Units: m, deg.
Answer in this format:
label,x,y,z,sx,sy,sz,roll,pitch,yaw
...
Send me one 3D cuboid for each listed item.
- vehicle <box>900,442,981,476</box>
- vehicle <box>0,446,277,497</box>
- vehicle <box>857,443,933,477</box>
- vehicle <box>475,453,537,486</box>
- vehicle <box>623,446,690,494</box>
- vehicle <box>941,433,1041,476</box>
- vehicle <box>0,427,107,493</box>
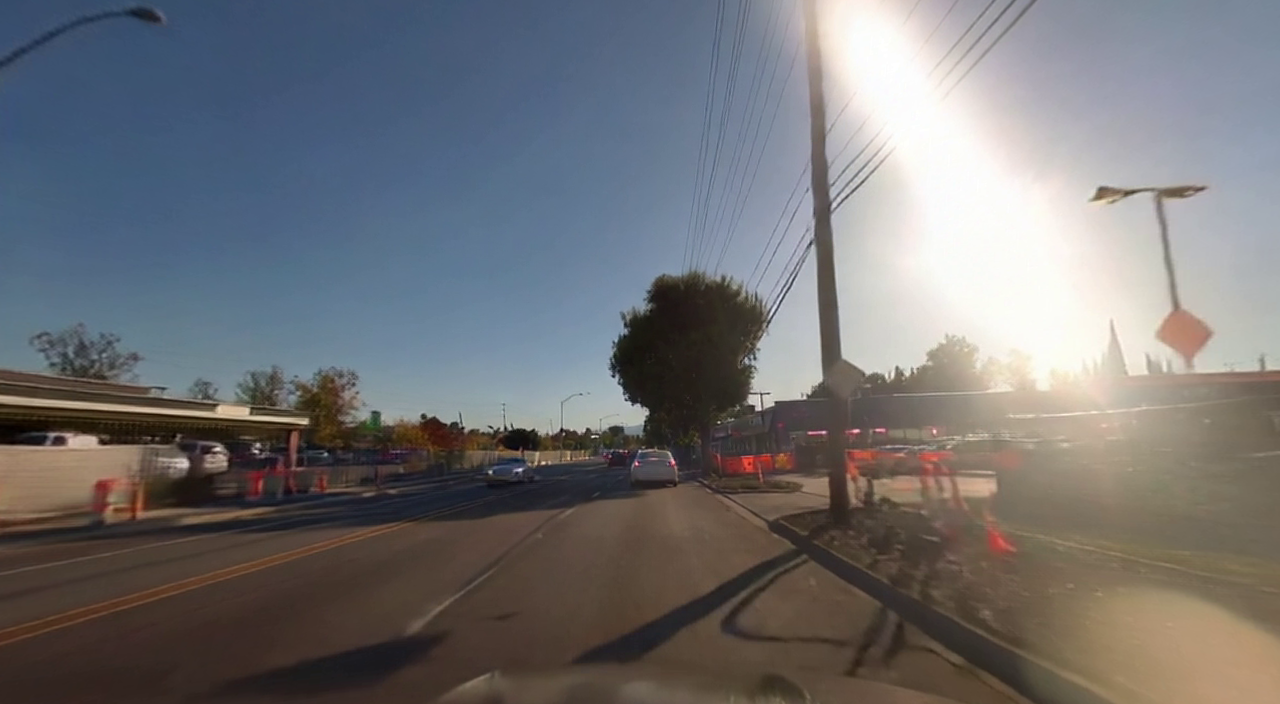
label,x,y,z,sx,sy,sz,roll,pitch,yaw
vehicle,14.419,5.149,30.409,1.897,1.511,4.250,0,-9,2
vehicle,-27.518,6.663,36.331,2.951,2.274,15.187,-1,-9,5
vehicle,12.120,5.161,30.208,1.970,1.501,4.514,-1,-9,3
vehicle,-6.589,5.815,31.343,2.034,1.499,4.236,0,-9,2
vehicle,0.519,4.075,22.057,2.144,1.514,4.063,0,-9,0
vehicle,16.390,4.800,29.629,2.101,1.825,4.700,0,-9,2
vehicle,-31.636,5.426,31.804,2.945,3.103,6.716,-1,-8,5
